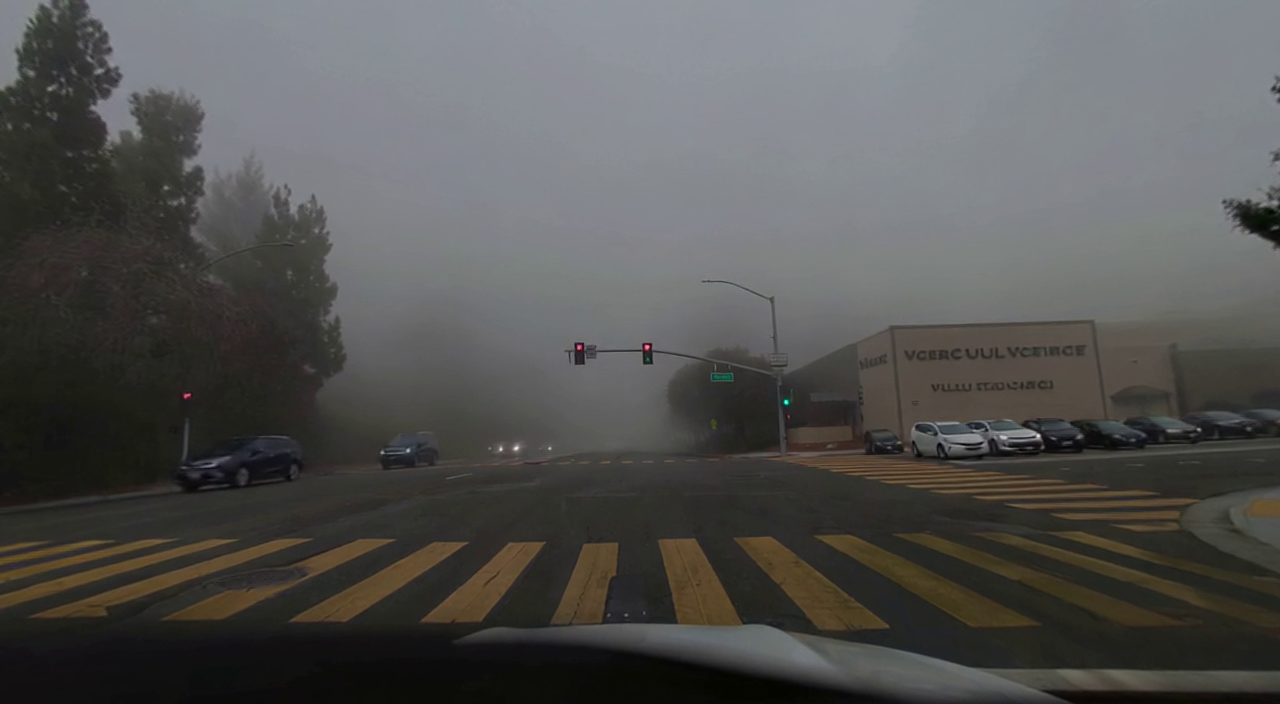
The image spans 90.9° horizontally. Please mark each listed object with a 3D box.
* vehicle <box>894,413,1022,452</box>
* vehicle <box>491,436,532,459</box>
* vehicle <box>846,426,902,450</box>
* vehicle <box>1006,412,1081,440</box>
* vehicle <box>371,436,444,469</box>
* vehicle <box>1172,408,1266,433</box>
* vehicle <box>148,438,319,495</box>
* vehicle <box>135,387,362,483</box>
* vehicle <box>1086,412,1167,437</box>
[{"bbox_3d":[14.011,3.593,27.937,4.566,1.670,2.000,0,-8,-2],"label":"vehicle"},{"bbox_3d":[-9.253,6.910,45.645,2.026,1.616,4.199,0,-8,1],"label":"vehicle"},{"bbox_3d":[17.190,6.346,46.398,3.329,1.415,1.821,-6,-9,2],"label":"vehicle"},{"bbox_3d":[26.306,4.878,41.269,2.011,1.656,4.163,0,-8,-3],"label":"vehicle"},{"bbox_3d":[-12.288,5.339,33.618,2.181,1.653,4.468,0,-8,0],"label":"vehicle"},{"bbox_3d":[38.434,4.615,41.989,1.715,1.480,4.701,0,-8,-1],"label":"vehicle"},{"bbox_3d":[-12.024,3.397,19.142,1.996,1.482,4.772,0,-8,0],"label":"vehicle"},{"bbox_3d":[-16.566,3.821,28.345,3.161,3.455,11.058,0,-8,0],"label":"vehicle"},{"bbox_3d":[31.378,4.725,40.774,1.823,1.480,4.003,0,-8,-4],"label":"vehicle"}]
